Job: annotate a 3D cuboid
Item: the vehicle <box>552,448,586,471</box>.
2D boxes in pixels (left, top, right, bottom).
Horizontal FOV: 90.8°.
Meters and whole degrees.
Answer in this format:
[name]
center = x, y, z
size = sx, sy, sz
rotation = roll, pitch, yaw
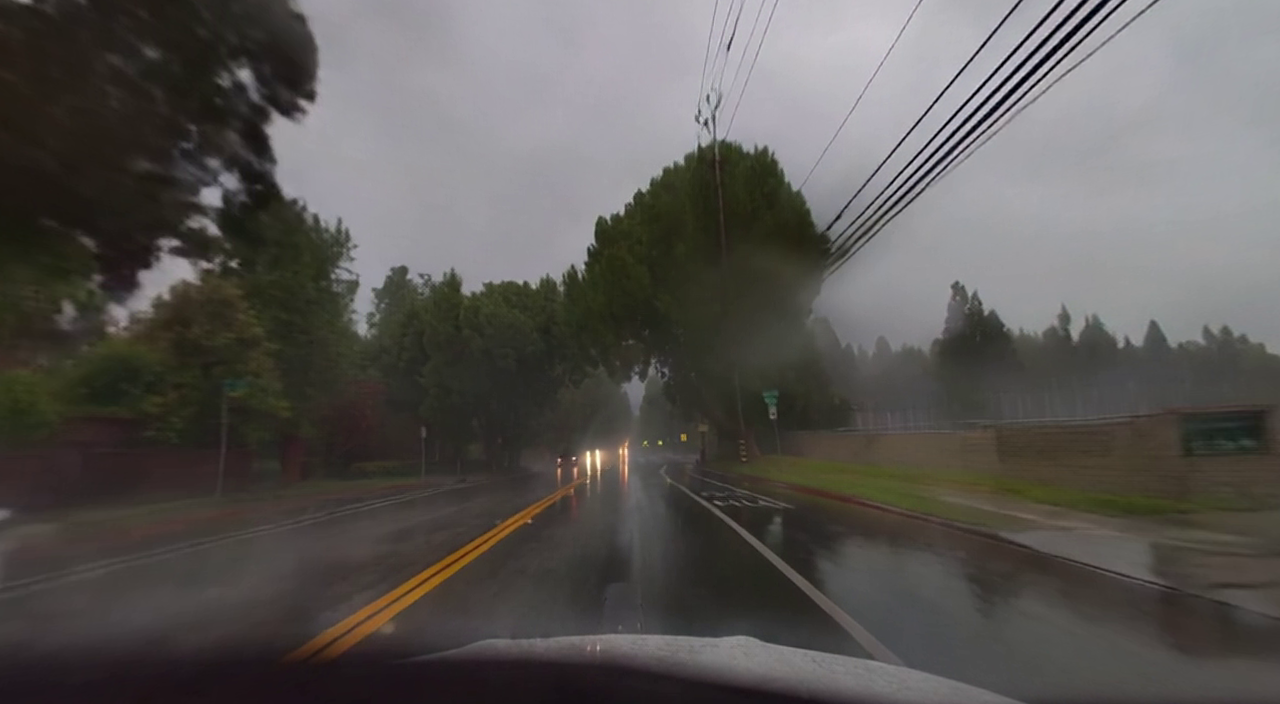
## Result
[vehicle]
center = -4.942, 7.521, 44.448
size = 1.966, 1.468, 4.207
rotation = 0, -8, 0
